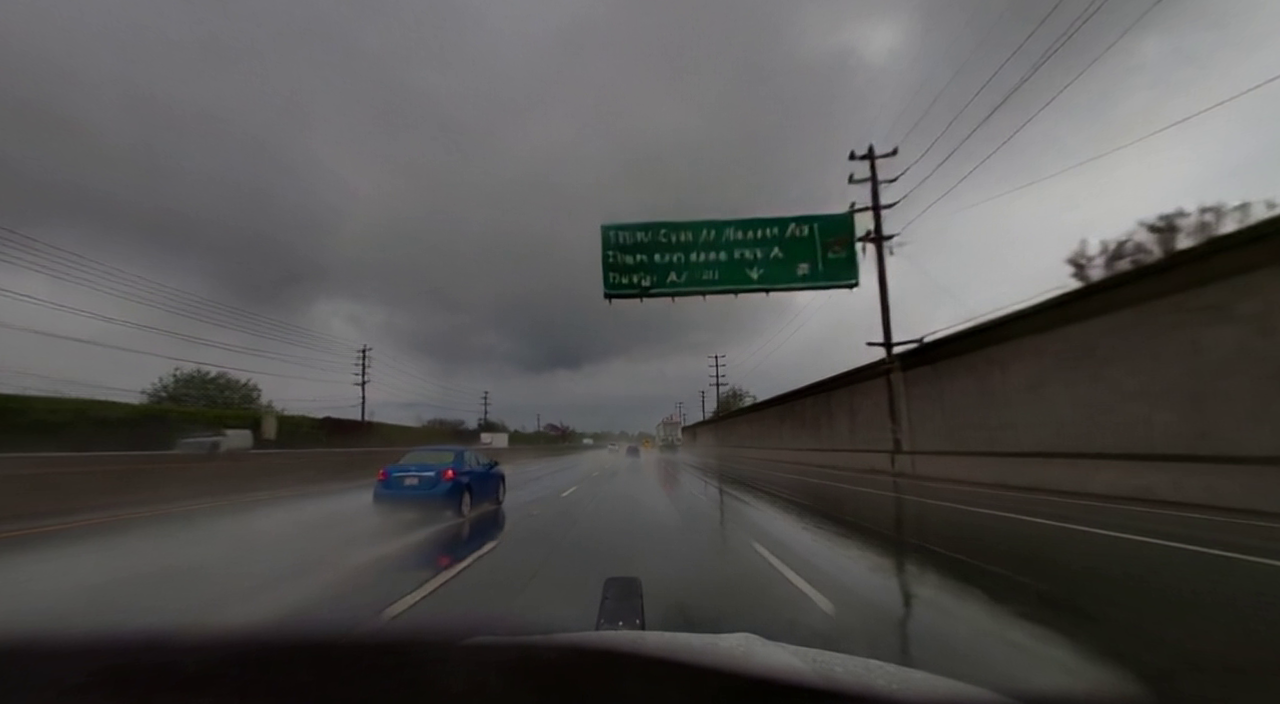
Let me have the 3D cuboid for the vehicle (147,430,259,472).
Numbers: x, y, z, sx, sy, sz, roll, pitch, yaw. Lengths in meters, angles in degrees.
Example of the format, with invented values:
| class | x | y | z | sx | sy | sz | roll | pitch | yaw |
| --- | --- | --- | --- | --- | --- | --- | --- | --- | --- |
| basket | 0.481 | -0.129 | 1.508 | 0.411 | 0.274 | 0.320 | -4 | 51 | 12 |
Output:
| class | x | y | z | sx | sy | sz | roll | pitch | yaw |
| --- | --- | --- | --- | --- | --- | --- | --- | --- | --- |
| vehicle | -25.388 | 5.778 | 37.065 | 2.579 | 2.265 | 5.572 | 0 | -9 | -1 |

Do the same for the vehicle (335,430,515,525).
| class | x | y | z | sx | sy | sz | roll | pitch | yaw |
| --- | --- | --- | --- | --- | --- | --- | --- | --- | --- |
| vehicle | -3.926 | 2.370 | 12.433 | 2.009 | 1.533 | 4.175 | 0 | -9 | 1 |
